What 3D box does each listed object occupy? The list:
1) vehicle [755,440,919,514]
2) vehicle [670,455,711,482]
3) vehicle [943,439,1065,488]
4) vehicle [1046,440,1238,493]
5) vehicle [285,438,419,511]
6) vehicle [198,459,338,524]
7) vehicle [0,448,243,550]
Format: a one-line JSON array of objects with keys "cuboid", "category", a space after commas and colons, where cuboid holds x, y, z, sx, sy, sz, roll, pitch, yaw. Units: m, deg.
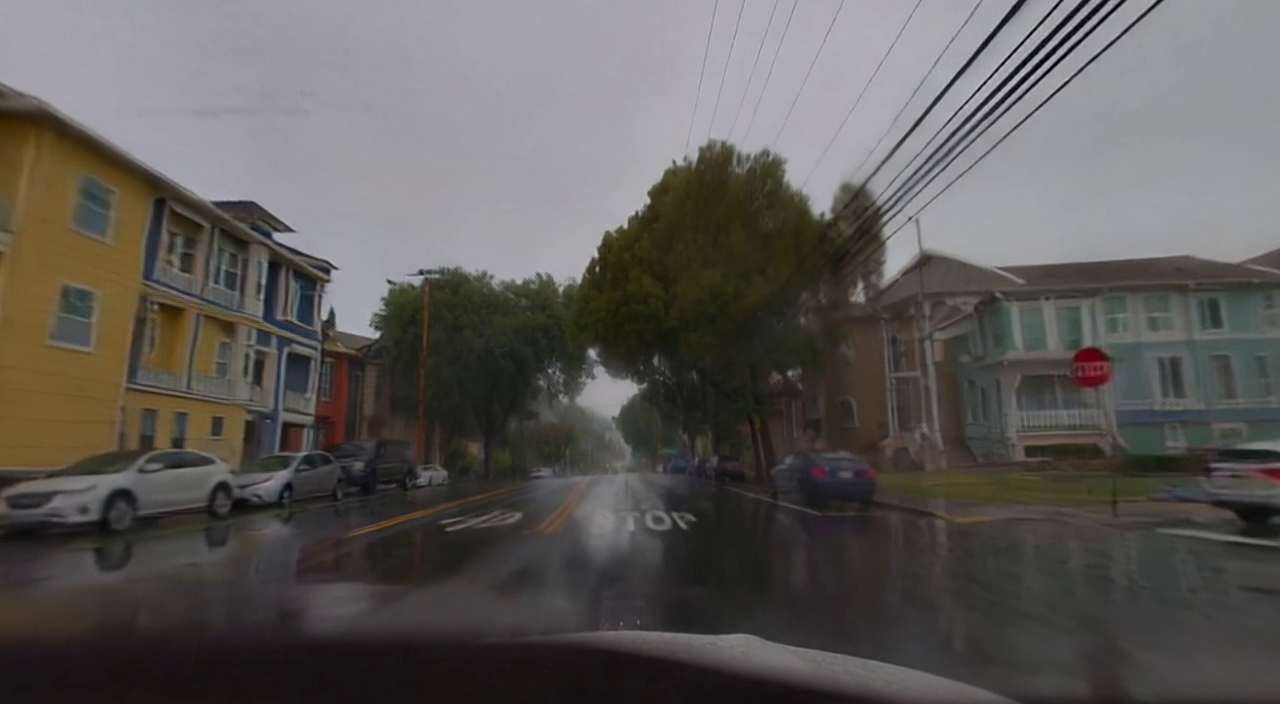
[{"cuboid": [4.508, 2.918, 15.419, 2.059, 1.502, 4.824, 1, -8, -5], "category": "vehicle"}, {"cuboid": [3.193, 7.486, 40.756, 1.917, 1.434, 4.733, -3, -8, -4], "category": "vehicle"}, {"cuboid": [13.073, 4.027, 22.944, 3.545, 1.448, 2.041, -5, -4, 24], "category": "vehicle"}, {"cuboid": [14.812, 3.381, 18.961, 4.153, 1.407, 1.707, -4, -9, 27], "category": "vehicle"}, {"cuboid": [-11.029, 4.682, 24.912, 2.687, 2.491, 5.936, 0, -8, -3], "category": "vehicle"}, {"cuboid": [-10.845, 4.036, 18.855, 1.826, 1.455, 4.475, -3, -8, -5], "category": "vehicle"}, {"cuboid": [-10.464, 2.846, 13.068, 1.900, 1.683, 4.486, 1, -8, -6], "category": "vehicle"}]
